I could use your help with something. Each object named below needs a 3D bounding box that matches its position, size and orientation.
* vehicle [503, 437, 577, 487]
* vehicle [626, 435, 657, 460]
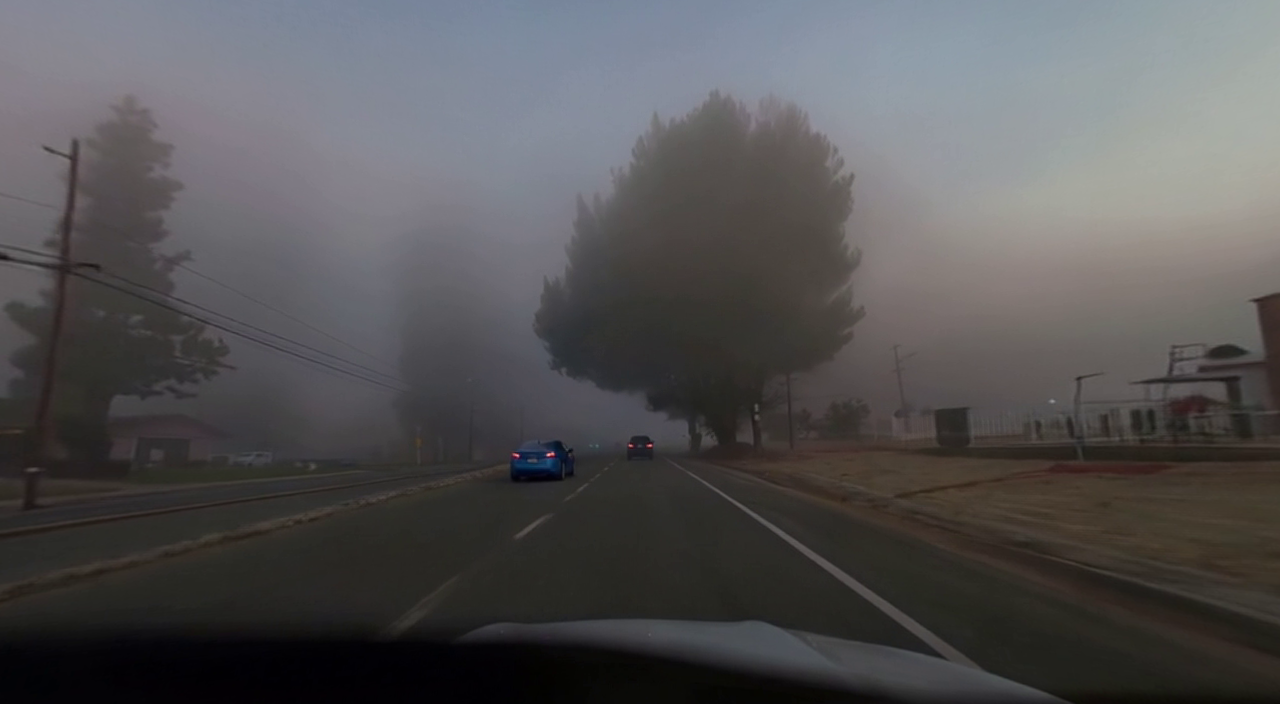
[{"bbox_3d":[-3.562,4.012,23.305,1.914,1.630,4.351,0,-8,1],"label":"vehicle"},{"bbox_3d":[0.110,7.032,46.479,2.213,1.778,4.107,0,-8,0],"label":"vehicle"}]
